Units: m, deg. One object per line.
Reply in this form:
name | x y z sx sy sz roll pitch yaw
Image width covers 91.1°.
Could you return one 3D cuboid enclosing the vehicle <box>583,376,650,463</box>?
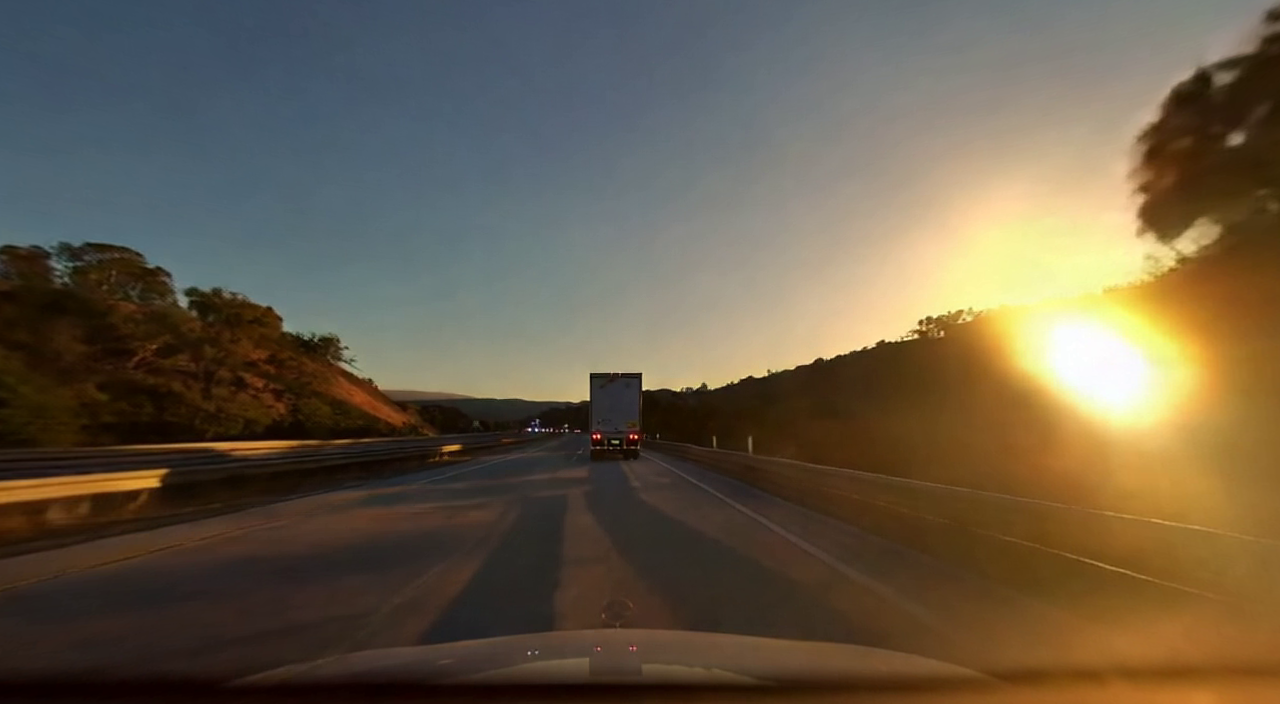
vehicle | -1.343 3.768 34.130 3.023 3.965 10.402 0 -8 -3
